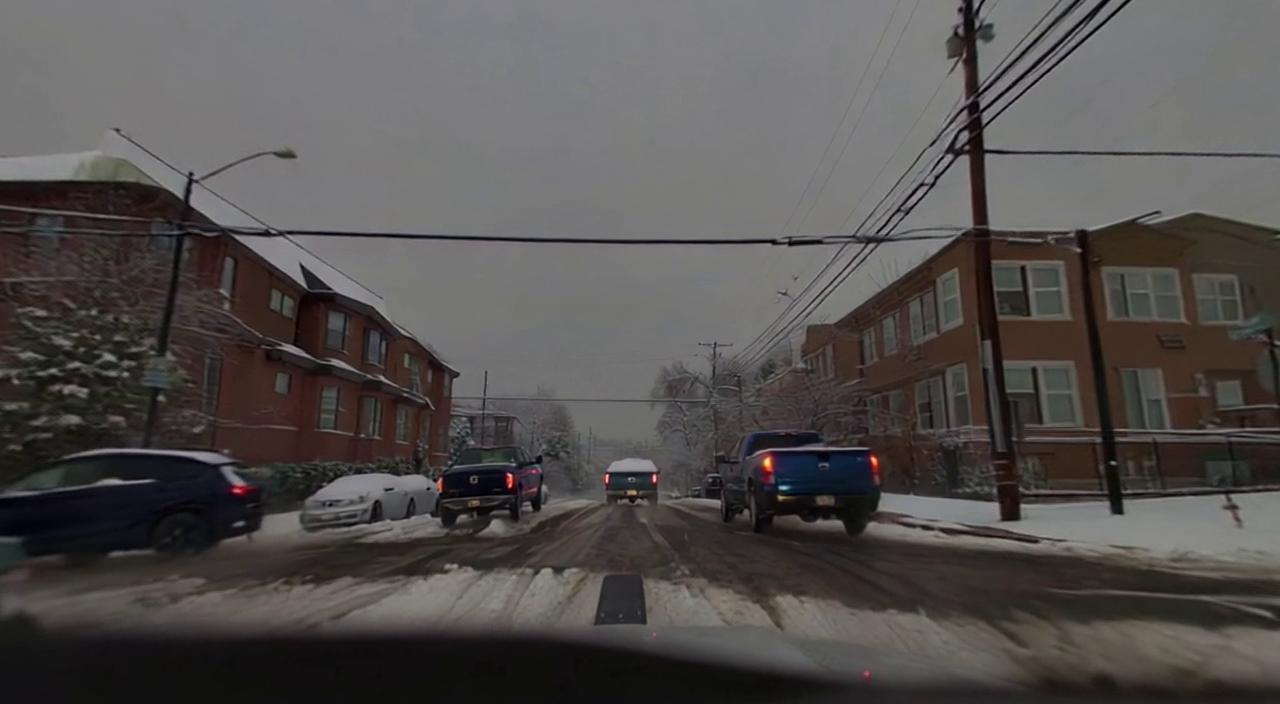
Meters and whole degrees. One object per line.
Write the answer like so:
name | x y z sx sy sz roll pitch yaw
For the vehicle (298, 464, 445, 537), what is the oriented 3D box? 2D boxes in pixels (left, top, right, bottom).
vehicle | -6.662 3.698 16.281 1.881 1.464 4.379 0 -8 0

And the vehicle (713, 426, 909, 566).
vehicle | 2.657 2.347 11.217 2.027 1.907 4.736 0 -8 -2

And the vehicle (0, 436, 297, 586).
vehicle | -7.381 1.985 8.360 4.564 1.696 2.024 3 -9 -16

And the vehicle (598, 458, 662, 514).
vehicle | -0.339 5.350 24.908 2.308 1.940 4.125 -1 -14 1

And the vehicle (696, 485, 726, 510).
vehicle | 5.153 10.593 46.137 1.725 1.442 3.740 0 -8 0

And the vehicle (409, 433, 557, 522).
vehicle | -3.705 3.338 16.421 2.330 1.859 6.068 0 -13 -1
